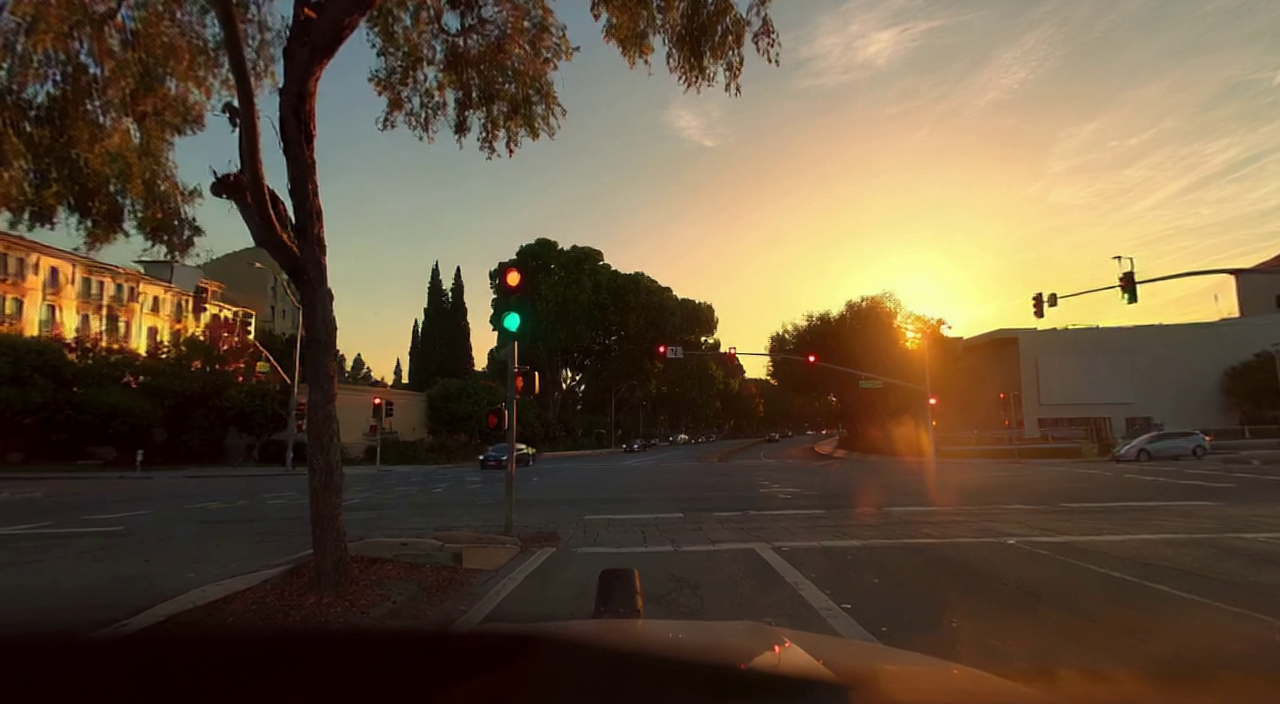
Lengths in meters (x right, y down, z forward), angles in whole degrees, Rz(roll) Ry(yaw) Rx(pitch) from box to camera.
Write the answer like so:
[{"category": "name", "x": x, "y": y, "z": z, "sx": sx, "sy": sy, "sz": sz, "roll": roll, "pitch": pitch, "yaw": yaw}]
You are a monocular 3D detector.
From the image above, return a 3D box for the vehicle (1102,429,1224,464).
[{"category": "vehicle", "x": 25.922, "y": 4.679, "z": 31.343, "sx": 4.441, "sy": 1.674, "sz": 2.035, "roll": 1, "pitch": -8, "yaw": -8}]

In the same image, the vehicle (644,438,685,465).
[{"category": "vehicle", "x": 1.745, "y": 6.775, "z": 43.256, "sx": 2.197, "sy": 1.739, "sz": 4.177, "roll": -2, "pitch": -8, "yaw": 10}]

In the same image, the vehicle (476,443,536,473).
[{"category": "vehicle", "x": -6.961, "y": 5.548, "z": 33.208, "sx": 1.877, "sy": 1.481, "sz": 3.853, "roll": -1, "pitch": -8, "yaw": 8}]

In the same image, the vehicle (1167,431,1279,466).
[{"category": "vehicle", "x": 26.299, "y": 4.243, "z": 27.871, "sx": 4.644, "sy": 1.470, "sz": 1.922, "roll": 1, "pitch": -8, "yaw": -10}]
